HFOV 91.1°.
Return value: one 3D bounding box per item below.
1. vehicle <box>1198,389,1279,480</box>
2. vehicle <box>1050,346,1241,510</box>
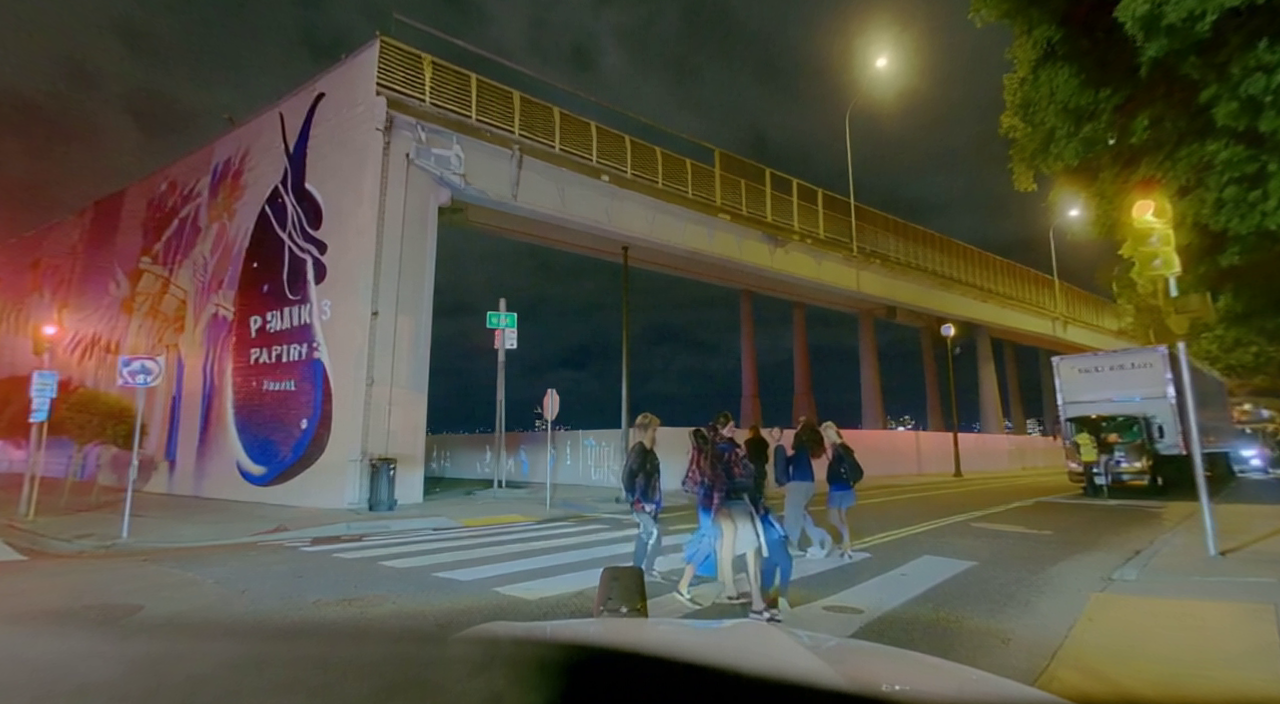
[{"bbox_3d":[32.712,4.439,33.448,12.015,4.103,2.920,8,-11,-43],"label":"vehicle"},{"bbox_3d":[15.758,2.387,19.224,9.347,3.893,2.849,7,-11,-42],"label":"vehicle"}]
